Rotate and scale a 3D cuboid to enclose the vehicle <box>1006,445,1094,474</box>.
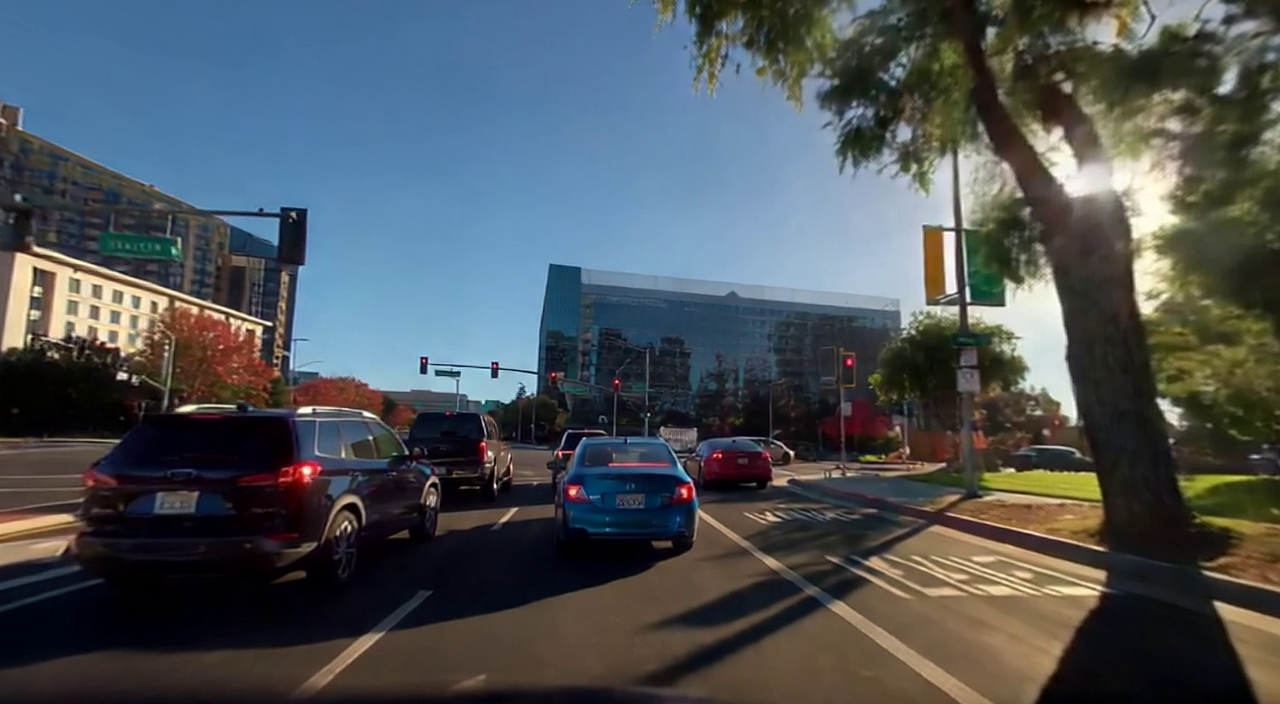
[{"bbox_3d":[26.747,7.019,41.267,4.394,1.802,1.924,0,-8,-3],"label":"vehicle"}]

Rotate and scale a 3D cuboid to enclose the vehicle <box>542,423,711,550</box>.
[{"bbox_3d":[-0.328,1.923,9.778,2.001,1.483,4.442,0,-8,-4],"label":"vehicle"}]

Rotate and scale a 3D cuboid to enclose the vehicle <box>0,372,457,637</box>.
[{"bbox_3d":[-3.380,1.324,6.454,1.924,1.737,4.387,0,-8,-3],"label":"vehicle"}]

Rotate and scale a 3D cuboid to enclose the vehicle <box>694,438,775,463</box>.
[{"bbox_3d":[5.841,6.099,39.244,4.609,1.513,1.861,1,-8,-5],"label":"vehicle"}]
